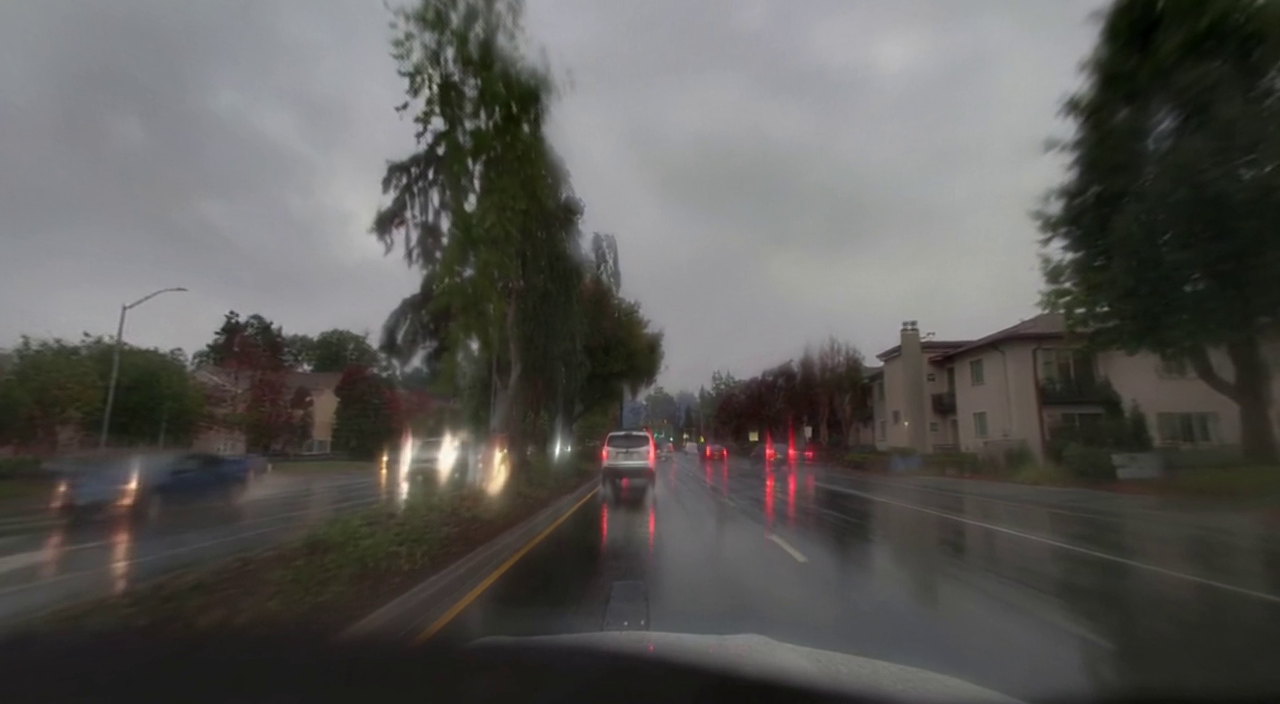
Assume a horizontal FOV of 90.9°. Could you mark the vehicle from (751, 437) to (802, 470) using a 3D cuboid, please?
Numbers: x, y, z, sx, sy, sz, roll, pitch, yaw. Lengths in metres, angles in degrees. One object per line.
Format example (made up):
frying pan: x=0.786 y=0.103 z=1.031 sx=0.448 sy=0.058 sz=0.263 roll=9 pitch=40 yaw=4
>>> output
vehicle: x=7.642 y=5.705 z=35.652 sx=1.971 sy=1.722 sz=4.341 roll=0 pitch=-8 yaw=1

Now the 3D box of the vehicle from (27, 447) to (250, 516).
vehicle: x=-13.616 y=3.501 z=17.657 sx=2.198 sy=1.550 sz=4.824 roll=-2 pitch=-8 yaw=2

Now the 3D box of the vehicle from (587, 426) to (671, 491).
vehicle: x=-0.300 y=3.296 z=19.814 sx=2.332 sy=1.798 sz=4.546 roll=0 pitch=-8 yaw=0

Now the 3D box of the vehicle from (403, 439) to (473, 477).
vehicle: x=-10.100 y=5.315 z=31.880 sx=2.010 sy=1.760 sz=4.406 roll=-1 pitch=-8 yaw=1
